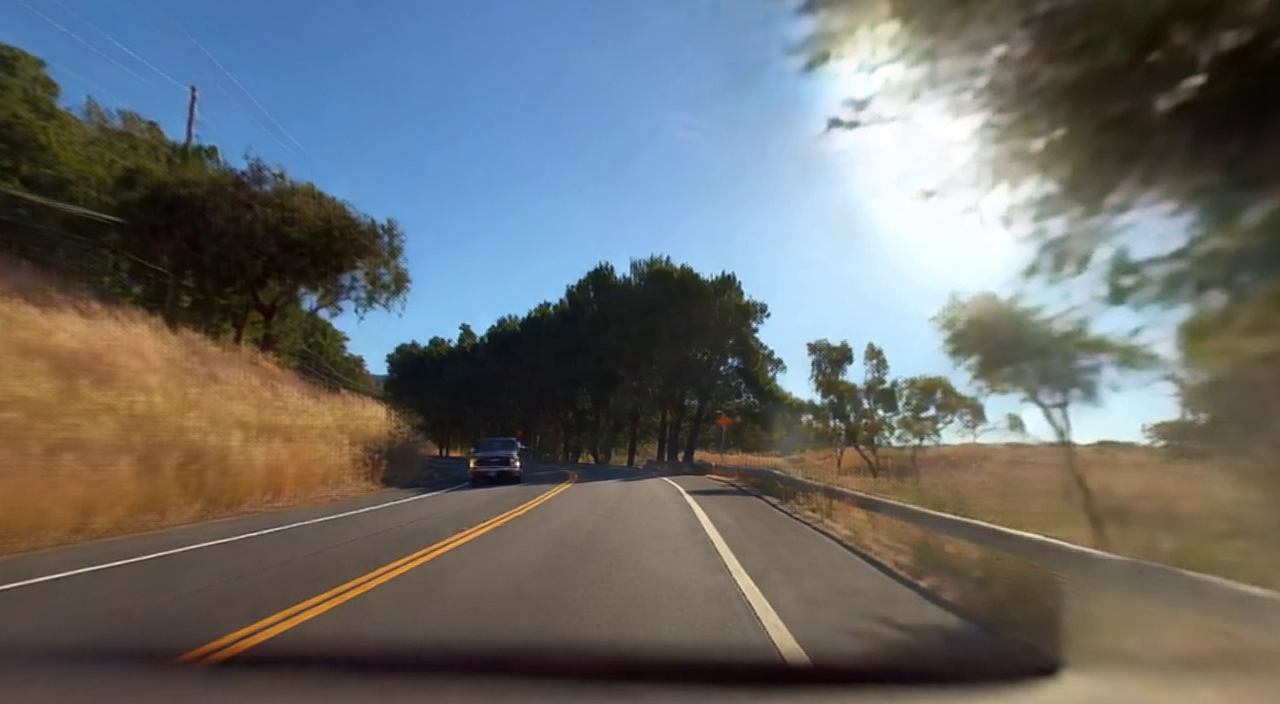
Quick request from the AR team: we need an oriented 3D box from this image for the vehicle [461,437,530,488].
[{"bbox_3d":[-6.150,4.719,27.587,2.546,1.975,5.702,1,-8,-10],"label":"vehicle"}]
